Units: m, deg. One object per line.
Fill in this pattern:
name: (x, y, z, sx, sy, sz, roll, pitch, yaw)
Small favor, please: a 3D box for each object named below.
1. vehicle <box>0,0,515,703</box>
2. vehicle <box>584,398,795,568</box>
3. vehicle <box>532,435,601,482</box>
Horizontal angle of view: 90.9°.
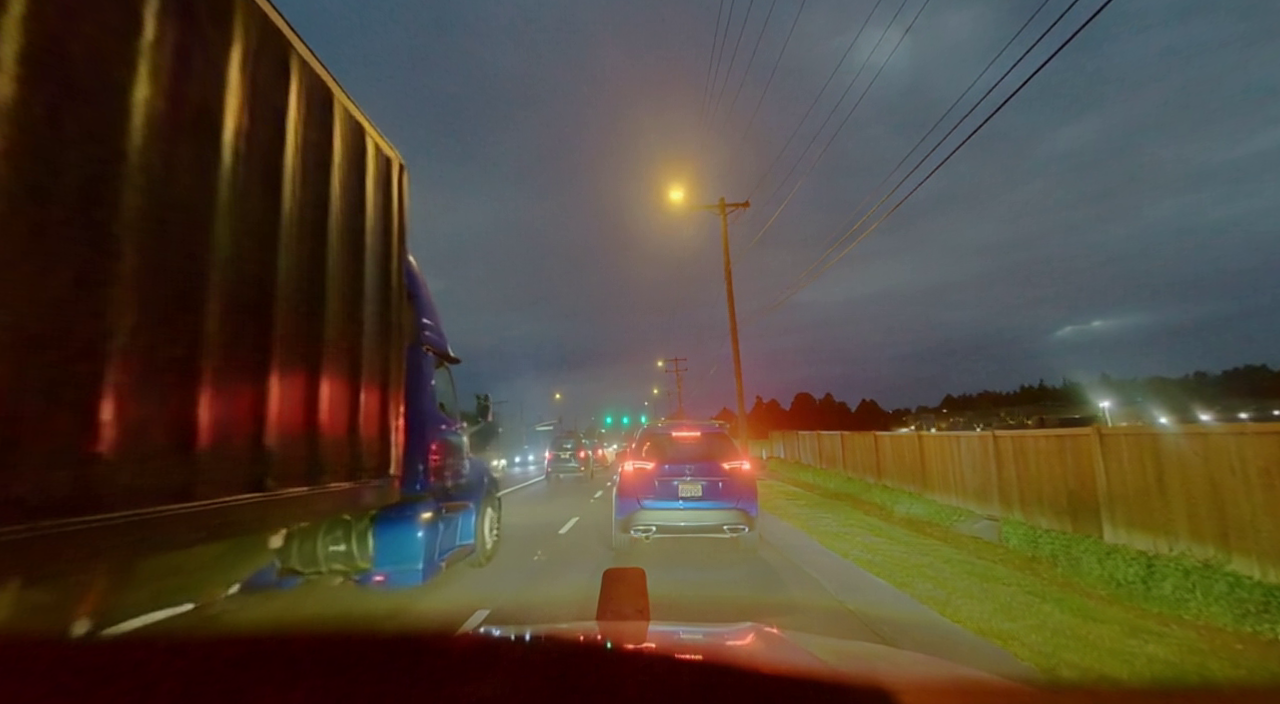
vehicle: (-3.110, 0.166, 3.373, 2.928, 3.658, 8.980, 0, -9, 1)
vehicle: (0.487, 1.669, 8.673, 2.174, 1.749, 4.113, 0, -9, -1)
vehicle: (-2.709, 4.082, 24.323, 2.037, 1.639, 4.213, 0, -9, 2)
